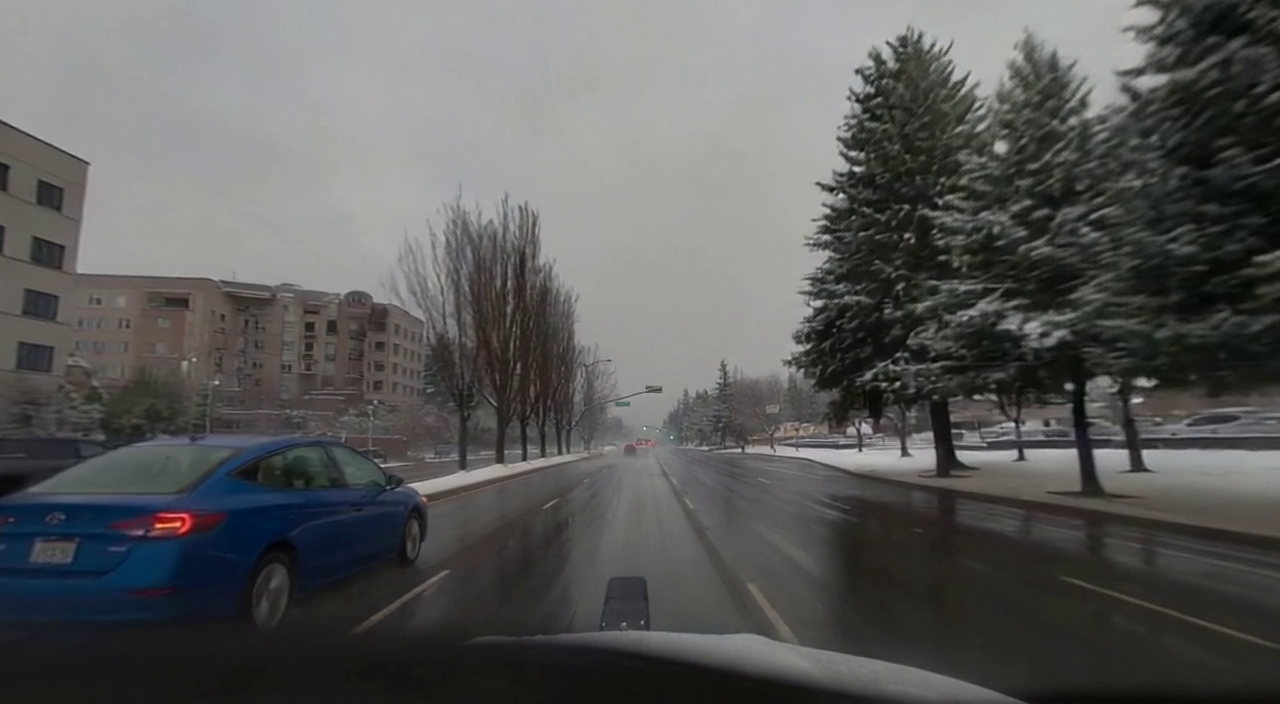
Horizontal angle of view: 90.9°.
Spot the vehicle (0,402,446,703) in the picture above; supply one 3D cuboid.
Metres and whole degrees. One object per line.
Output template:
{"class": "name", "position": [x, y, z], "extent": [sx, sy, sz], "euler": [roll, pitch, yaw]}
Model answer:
{"class": "vehicle", "position": [-3.387, 1.387, 5.267], "extent": [2.009, 1.489, 4.543], "euler": [-5, -8, 0]}

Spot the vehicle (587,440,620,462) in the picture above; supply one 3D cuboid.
{"class": "vehicle", "position": [-2.837, 7.759, 49.468], "extent": [2.197, 1.486, 4.654], "euler": [-4, -8, 0]}
